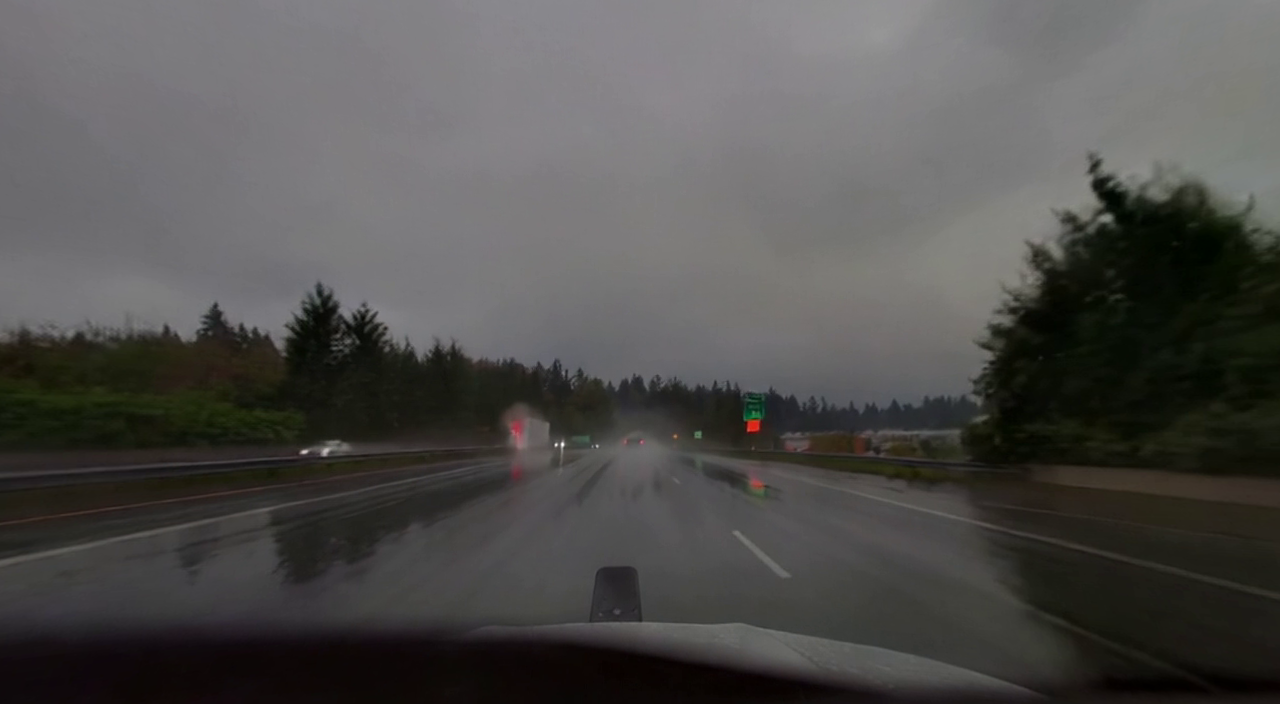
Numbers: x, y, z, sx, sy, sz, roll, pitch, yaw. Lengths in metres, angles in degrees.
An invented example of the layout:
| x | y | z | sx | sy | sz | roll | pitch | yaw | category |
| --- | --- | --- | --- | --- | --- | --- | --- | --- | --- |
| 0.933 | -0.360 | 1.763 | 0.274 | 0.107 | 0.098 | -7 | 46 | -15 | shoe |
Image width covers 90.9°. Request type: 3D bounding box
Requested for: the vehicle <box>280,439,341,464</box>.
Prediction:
| x | y | z | sx | sy | sz | roll | pitch | yaw | category |
| --- | --- | --- | --- | --- | --- | --- | --- | --- | --- |
| -21.332 | 6.430 | 40.951 | 1.862 | 1.476 | 3.886 | 0 | -7 | 0 | vehicle |
